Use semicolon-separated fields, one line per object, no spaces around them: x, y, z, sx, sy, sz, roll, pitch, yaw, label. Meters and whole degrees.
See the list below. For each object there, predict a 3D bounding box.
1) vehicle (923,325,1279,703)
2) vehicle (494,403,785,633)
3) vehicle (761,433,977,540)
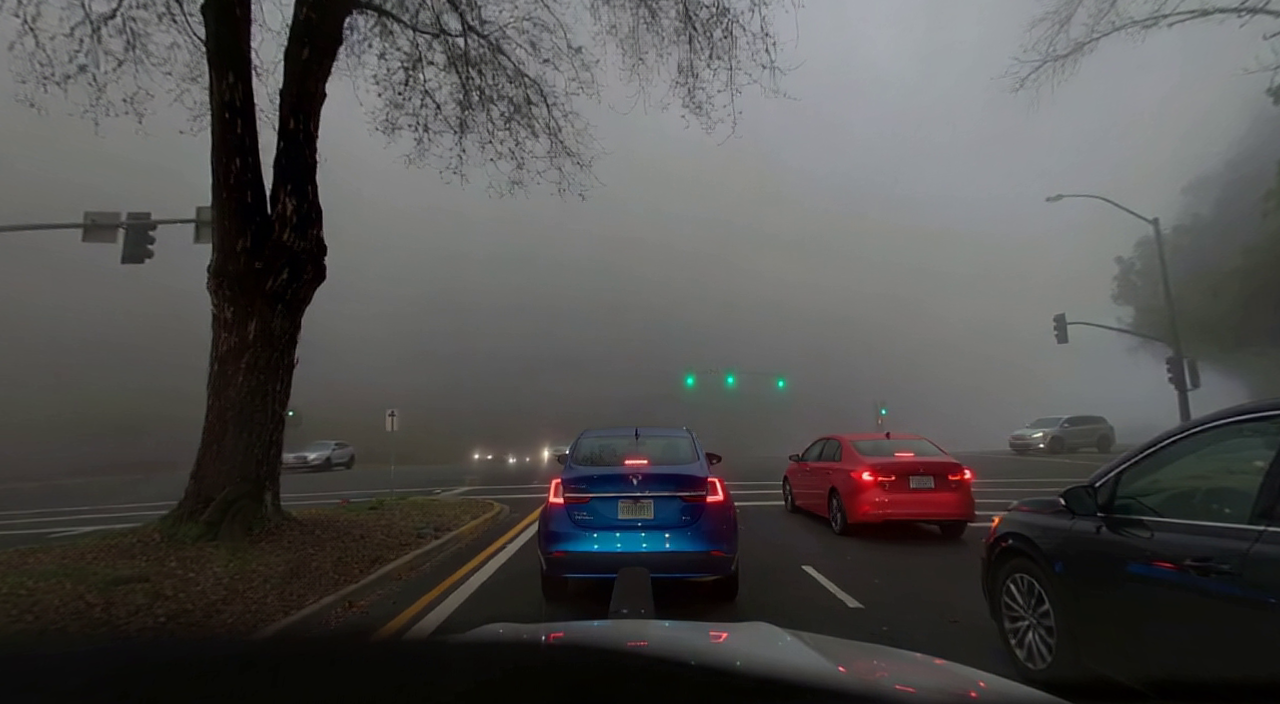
3.723;0.934;3.428;2.162;1.829;4.519;0;-9;-1;vehicle
-0.019;1.478;6.500;2.074;1.631;3.793;0;-9;-1;vehicle
3.692;2.259;11.300;2.054;1.482;4.654;0;-9;-1;vehicle
